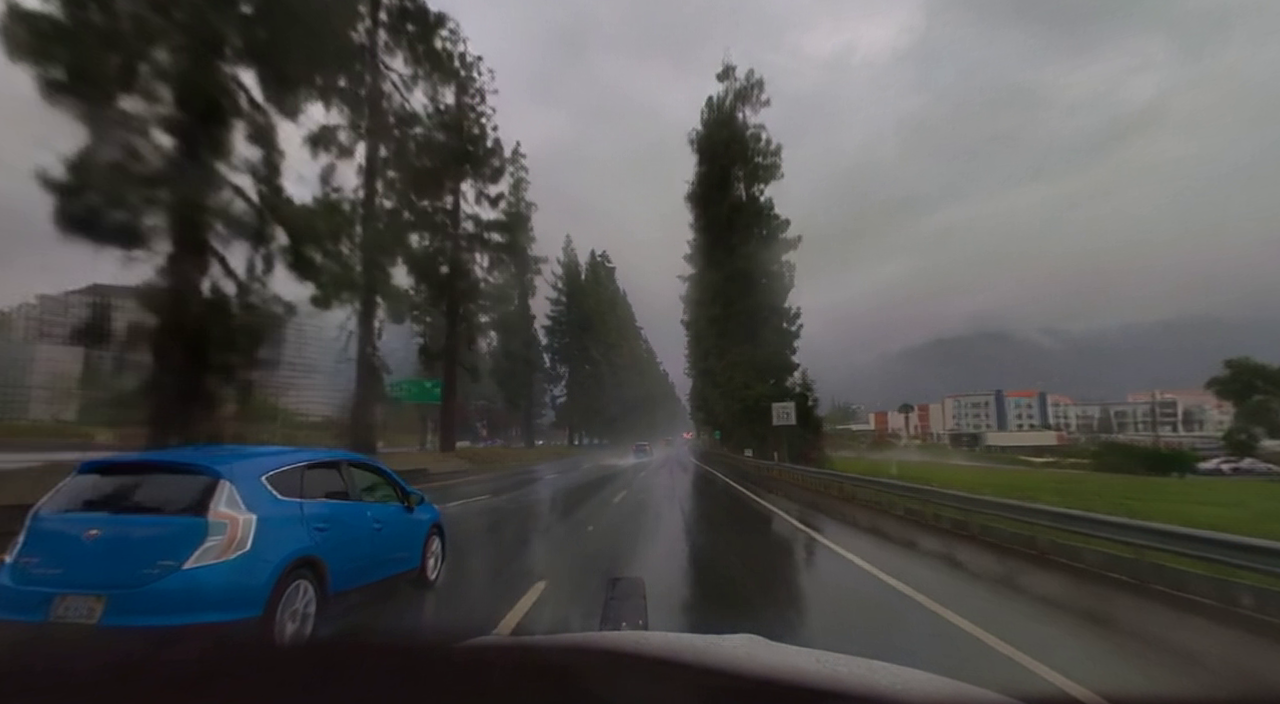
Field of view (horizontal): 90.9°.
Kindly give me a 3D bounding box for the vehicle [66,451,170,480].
[{"bbox_3d":[-30.209,6.556,36.701,1.843,1.447,4.563,-2,-8,7],"label":"vehicle"}]
